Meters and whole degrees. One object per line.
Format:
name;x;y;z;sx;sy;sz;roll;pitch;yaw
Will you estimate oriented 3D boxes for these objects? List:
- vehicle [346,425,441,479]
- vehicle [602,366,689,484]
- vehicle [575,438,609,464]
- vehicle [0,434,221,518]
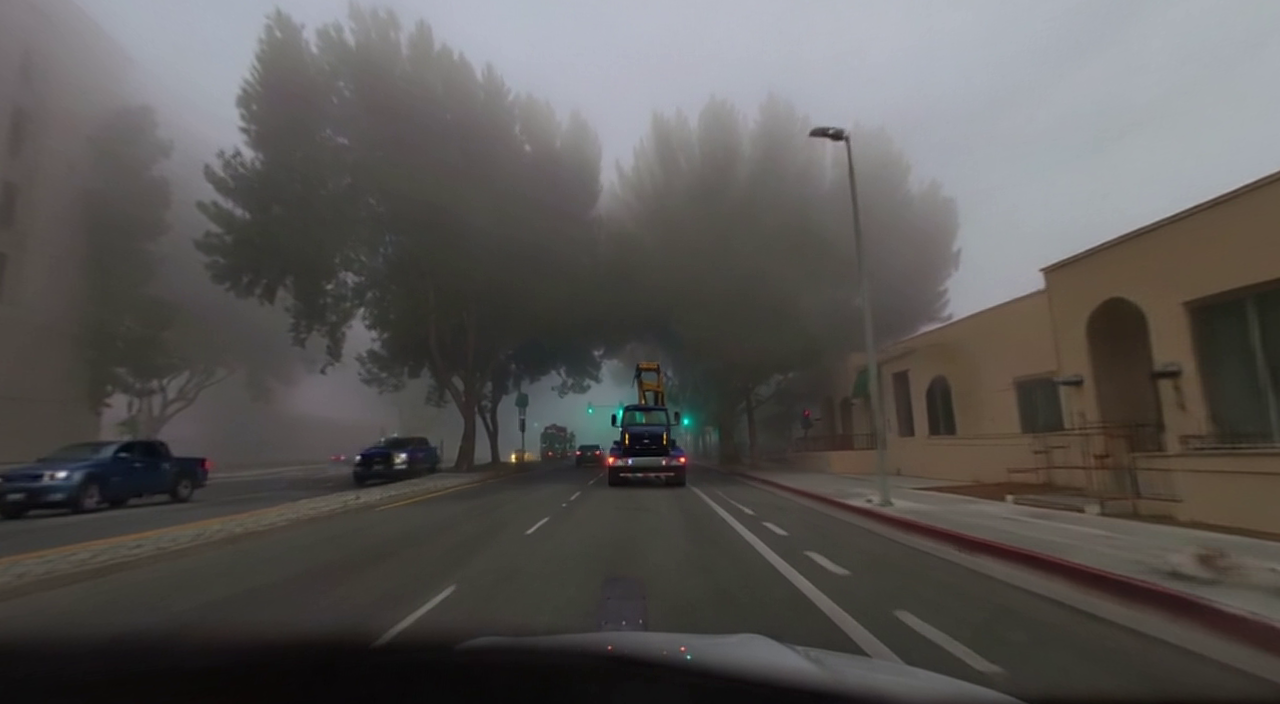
vehicle;-12.164;4.999;31.718;2.404;2.444;5.799;0;-9;0
vehicle;0.194;2.989;24.321;2.552;3.461;11.044;-1;-9;0
vehicle;-3.271;6.883;43.804;2.081;1.688;4.235;0;-9;0
vehicle;-15.176;3.377;17.939;2.225;1.946;6.187;0;-9;1
